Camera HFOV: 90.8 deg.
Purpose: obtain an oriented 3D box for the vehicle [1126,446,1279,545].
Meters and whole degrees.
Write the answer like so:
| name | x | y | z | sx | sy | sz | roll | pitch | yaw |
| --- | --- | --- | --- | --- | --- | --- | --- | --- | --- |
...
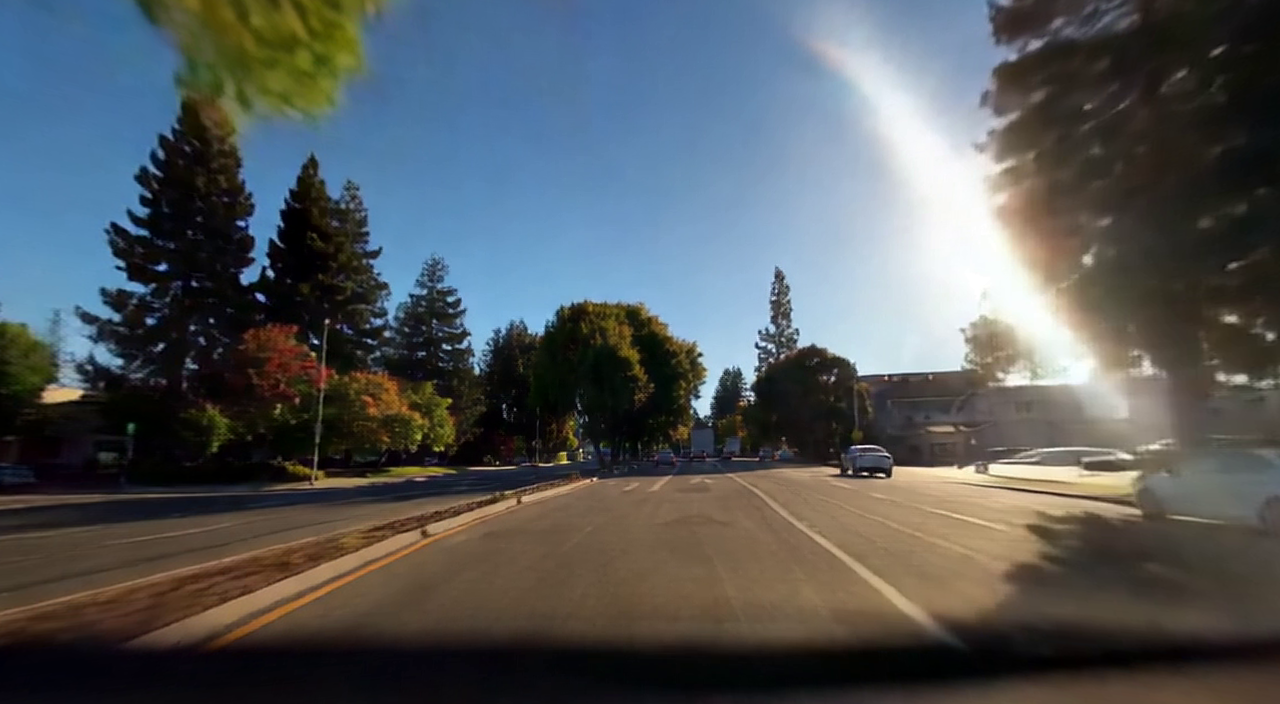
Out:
| name | x | y | z | sx | sy | sz | roll | pitch | yaw |
| --- | --- | --- | --- | --- | --- | --- | --- | --- | --- |
| vehicle | 10.785 | 2.323 | 10.536 | 1.888 | 1.508 | 4.646 | -1 | -9 | 4 |

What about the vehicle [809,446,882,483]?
| name | x | y | z | sx | sy | sz | roll | pitch | yaw |
| --- | --- | --- | --- | --- | --- | --- | --- | --- | --- |
| vehicle | 8.764 | 4.798 | 27.278 | 2.020 | 1.472 | 3.958 | -1 | -9 | 4 |

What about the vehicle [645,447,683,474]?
| name | x | y | z | sx | sy | sz | roll | pitch | yaw |
| --- | --- | --- | --- | --- | --- | --- | --- | --- | --- |
| vehicle | 1.447 | 6.355 | 37.340 | 2.077 | 1.477 | 3.897 | -1 | -9 | 3 |

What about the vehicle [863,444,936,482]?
| name | x | y | z | sx | sy | sz | roll | pitch | yaw |
| --- | --- | --- | --- | --- | --- | --- | --- | --- | --- |
| vehicle | 12.680 | 5.417 | 31.170 | 1.945 | 1.687 | 4.292 | -1 | -9 | 3 |
